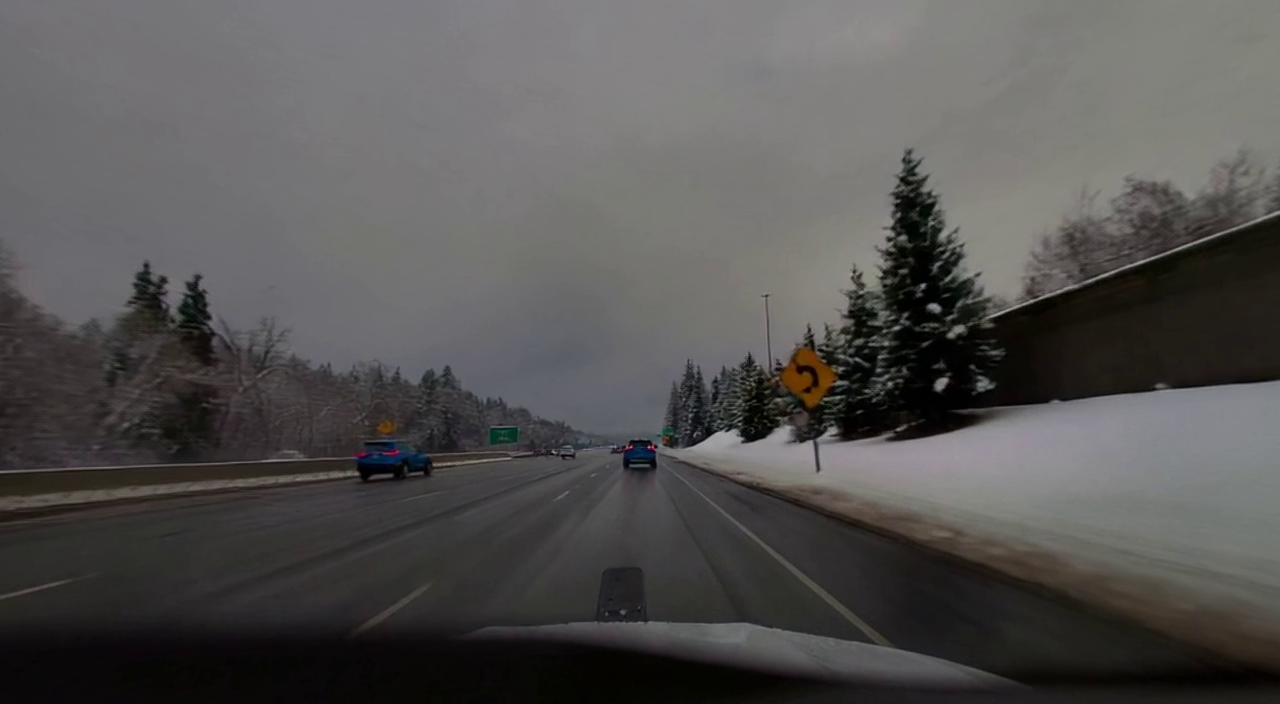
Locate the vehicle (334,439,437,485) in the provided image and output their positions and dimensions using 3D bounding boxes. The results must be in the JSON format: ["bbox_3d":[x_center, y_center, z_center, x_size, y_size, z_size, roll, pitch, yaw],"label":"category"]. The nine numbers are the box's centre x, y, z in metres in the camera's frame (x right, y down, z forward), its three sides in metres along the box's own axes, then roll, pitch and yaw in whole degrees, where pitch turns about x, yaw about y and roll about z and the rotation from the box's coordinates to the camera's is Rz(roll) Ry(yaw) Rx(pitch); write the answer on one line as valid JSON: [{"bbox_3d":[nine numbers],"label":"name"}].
[{"bbox_3d":[-10.163,4.416,25.647,2.037,1.661,4.885,0,-8,1],"label":"vehicle"}]

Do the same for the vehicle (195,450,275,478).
[{"bbox_3d":[-23.770,6.552,37.206,2.104,1.526,3.825,0,-8,1],"label":"vehicle"}]

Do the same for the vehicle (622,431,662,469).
[{"bbox_3d":[0.144,5.988,38.722,2.318,2.145,4.561,0,-8,0],"label":"vehicle"}]
